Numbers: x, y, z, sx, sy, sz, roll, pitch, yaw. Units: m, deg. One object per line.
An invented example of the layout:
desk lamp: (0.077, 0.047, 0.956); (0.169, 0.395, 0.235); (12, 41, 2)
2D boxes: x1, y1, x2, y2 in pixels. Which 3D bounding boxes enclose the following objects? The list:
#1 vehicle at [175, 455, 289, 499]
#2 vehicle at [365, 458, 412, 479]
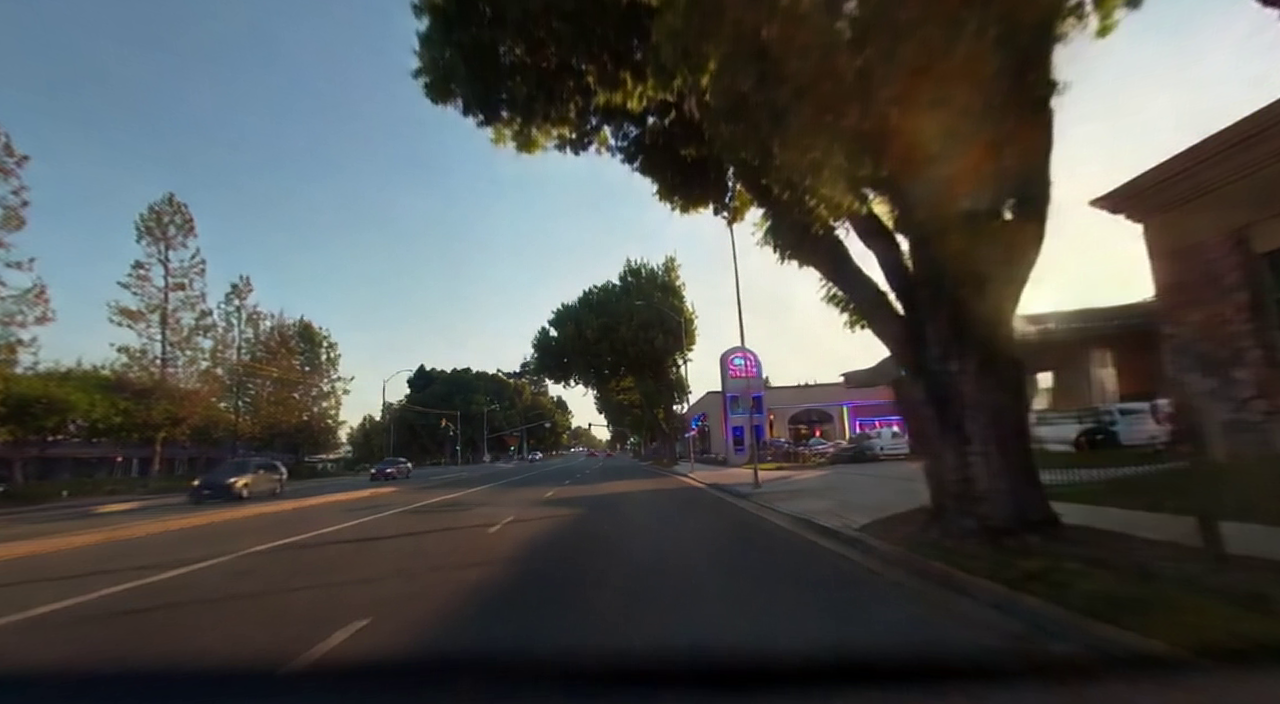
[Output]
vehicle: (-18.914, 5.788, 29.521); (2.067, 1.806, 4.832); (0, -8, 0)
vehicle: (-19.597, 9.059, 49.197); (1.834, 1.469, 4.496); (0, -8, -1)
